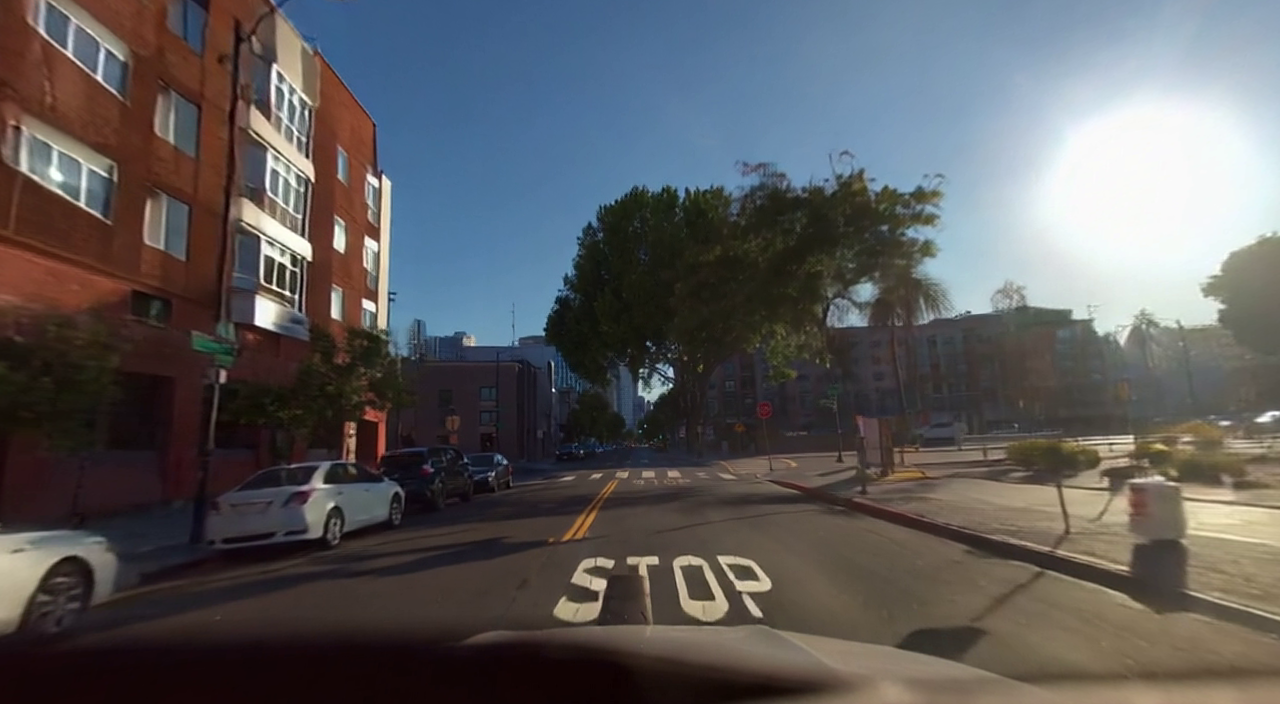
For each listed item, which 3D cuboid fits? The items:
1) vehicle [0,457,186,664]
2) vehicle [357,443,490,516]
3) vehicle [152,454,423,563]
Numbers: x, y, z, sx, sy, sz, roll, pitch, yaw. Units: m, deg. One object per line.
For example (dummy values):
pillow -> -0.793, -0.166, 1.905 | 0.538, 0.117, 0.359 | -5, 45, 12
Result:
vehicle -> -5.619, 1.508, 4.299 | 1.834, 1.463, 4.337 | 0, -8, -1
vehicle -> -5.492, 3.243, 16.686 | 1.901, 1.631, 4.570 | 0, -8, 0
vehicle -> -5.683, 2.544, 11.062 | 2.131, 1.407, 4.547 | 0, -8, 0
